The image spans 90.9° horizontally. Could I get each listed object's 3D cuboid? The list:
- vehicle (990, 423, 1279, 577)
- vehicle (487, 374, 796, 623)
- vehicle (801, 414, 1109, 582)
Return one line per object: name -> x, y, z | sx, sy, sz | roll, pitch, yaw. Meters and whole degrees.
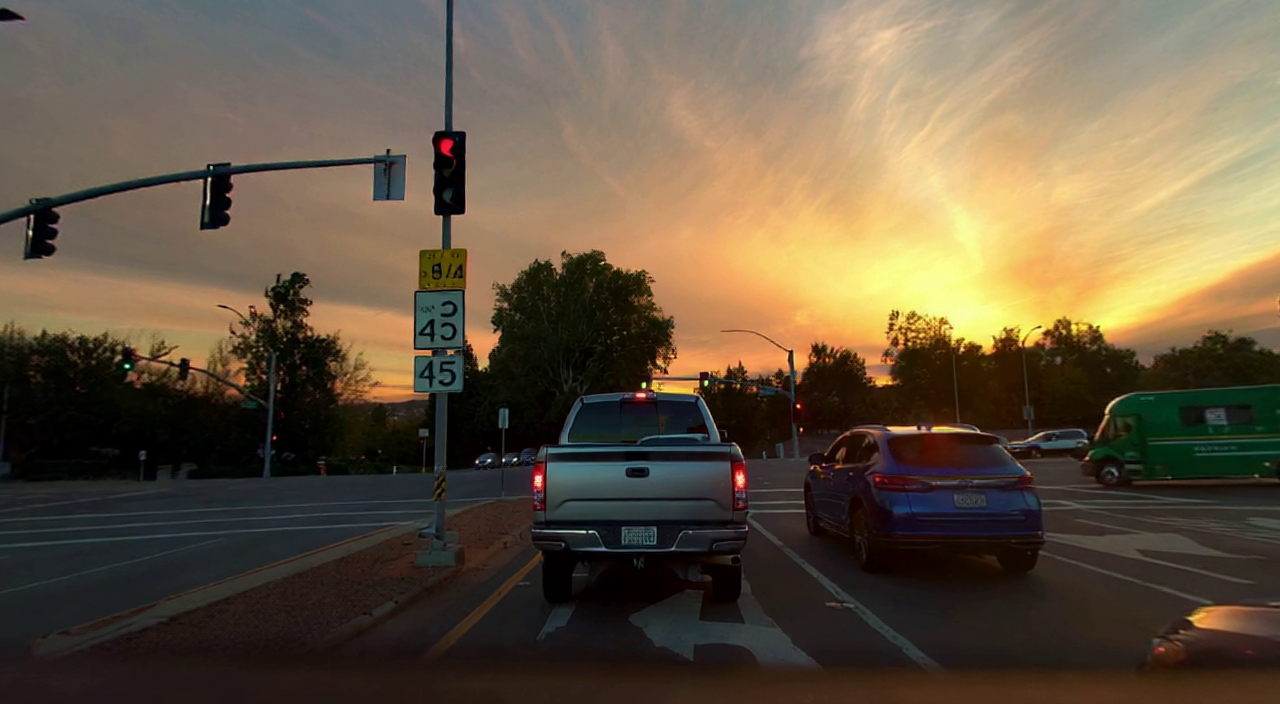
vehicle -> 6.830, 1.747, 8.289 | 1.973, 1.470, 4.228 | 0, -8, 0
vehicle -> 0.041, 1.470, 7.335 | 2.326, 1.880, 4.964 | 0, -8, 1
vehicle -> 3.578, 1.717, 8.194 | 1.981, 1.616, 4.006 | 0, -8, 1
